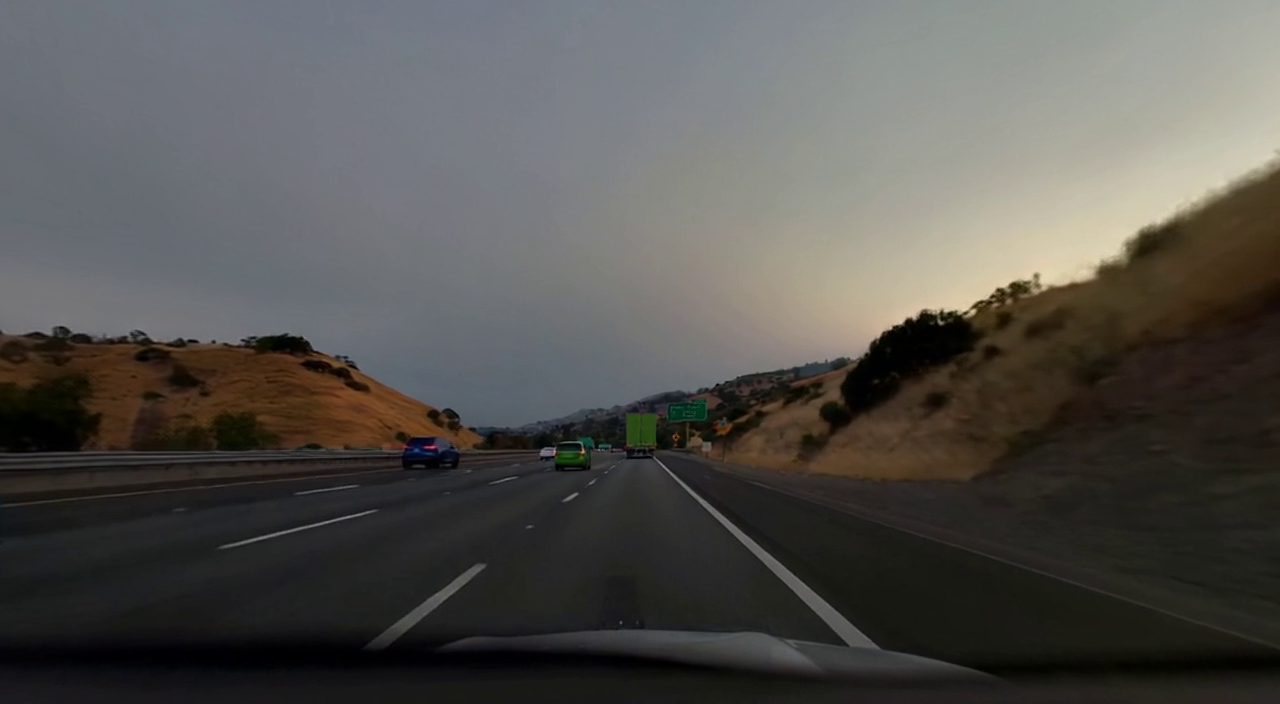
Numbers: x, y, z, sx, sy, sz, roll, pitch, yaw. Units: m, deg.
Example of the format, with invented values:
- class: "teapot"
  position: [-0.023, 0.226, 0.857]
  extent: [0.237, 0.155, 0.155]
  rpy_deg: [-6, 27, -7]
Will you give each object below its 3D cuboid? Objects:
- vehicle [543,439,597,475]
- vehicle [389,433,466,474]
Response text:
- class: "vehicle"
  position: [-3.600, 5.503, 33.262]
  extent: [2.194, 1.725, 4.698]
  rpy_deg: [0, -9, 1]
- class: "vehicle"
  position: [-10.809, 5.191, 32.423]
  extent: [2.111, 1.906, 5.028]
  rpy_deg: [0, -9, 1]
